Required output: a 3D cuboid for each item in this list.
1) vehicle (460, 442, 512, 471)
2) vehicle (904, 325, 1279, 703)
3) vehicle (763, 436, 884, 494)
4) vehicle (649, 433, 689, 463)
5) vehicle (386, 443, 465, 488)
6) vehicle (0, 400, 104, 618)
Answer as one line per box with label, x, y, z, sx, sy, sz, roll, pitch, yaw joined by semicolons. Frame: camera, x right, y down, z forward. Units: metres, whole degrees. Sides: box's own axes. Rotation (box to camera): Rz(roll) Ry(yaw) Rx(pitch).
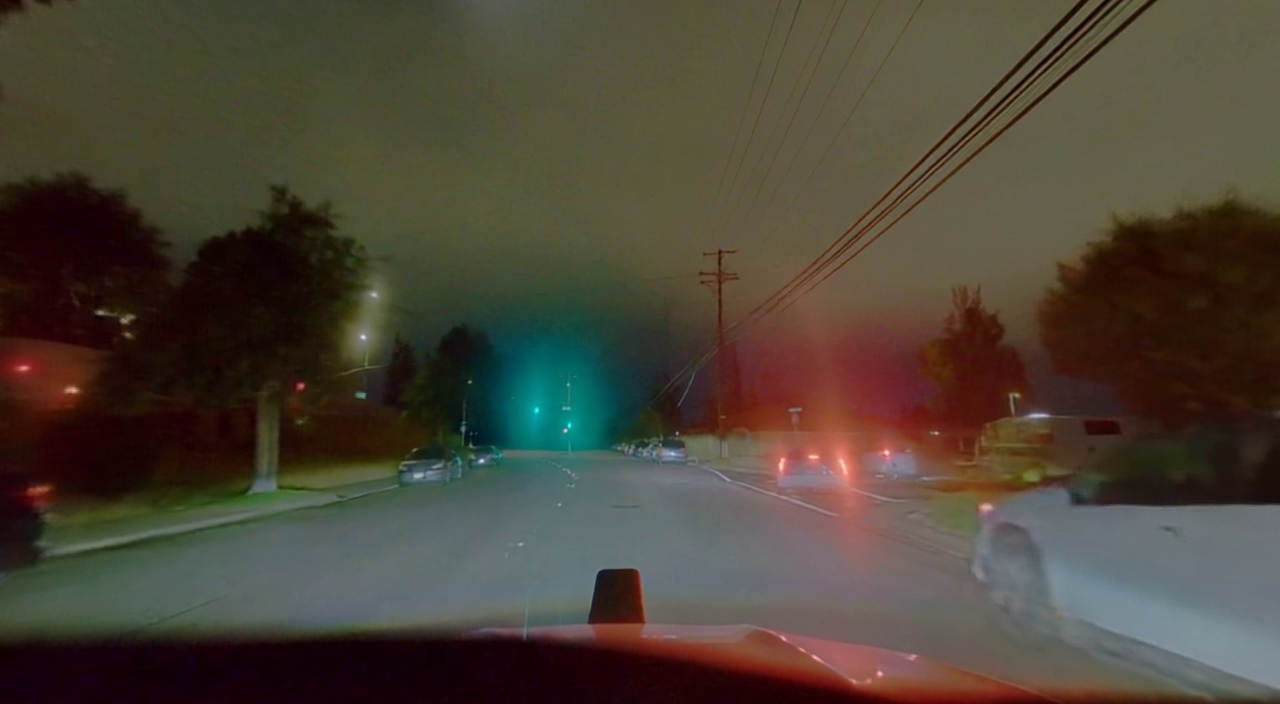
vehicle;-8.713;5.821;35.487;2.033;1.477;4.626;4;-9;-23
vehicle;3.481;0.841;2.725;2.178;1.757;5.495;0;-9;-2
vehicle;5.931;3.545;20.177;1.944;1.636;4.140;-8;-12;43
vehicle;1.995;6.925;45.613;2.173;1.992;5.891;1;-9;-4
vehicle;-7.722;4.091;23.162;1.997;1.456;4.319;1;-9;-9
vehicle;-6.468;1.066;3.635;2.158;1.817;5.230;0;-9;0
